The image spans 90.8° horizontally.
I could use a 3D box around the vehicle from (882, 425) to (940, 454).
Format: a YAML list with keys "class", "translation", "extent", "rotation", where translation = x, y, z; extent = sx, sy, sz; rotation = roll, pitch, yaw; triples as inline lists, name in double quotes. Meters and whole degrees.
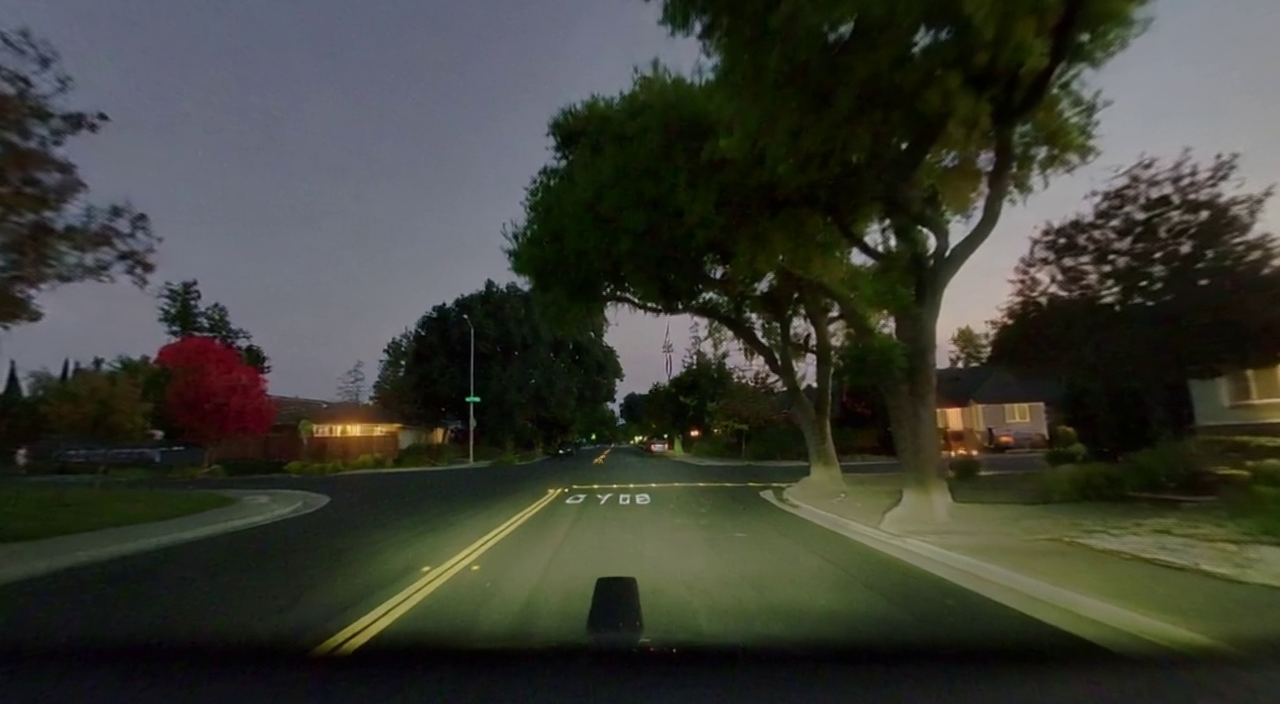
- class: "vehicle"
  translation: [18.404, 5.921, 43.153]
  extent: [2.001, 1.750, 4.673]
  rotation: [0, -6, 2]

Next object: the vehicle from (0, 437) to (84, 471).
- class: "vehicle"
  translation: [-37.041, 6.176, 38.426]
  extent: [2.016, 1.908, 4.814]
  rotation: [0, -8, 0]
